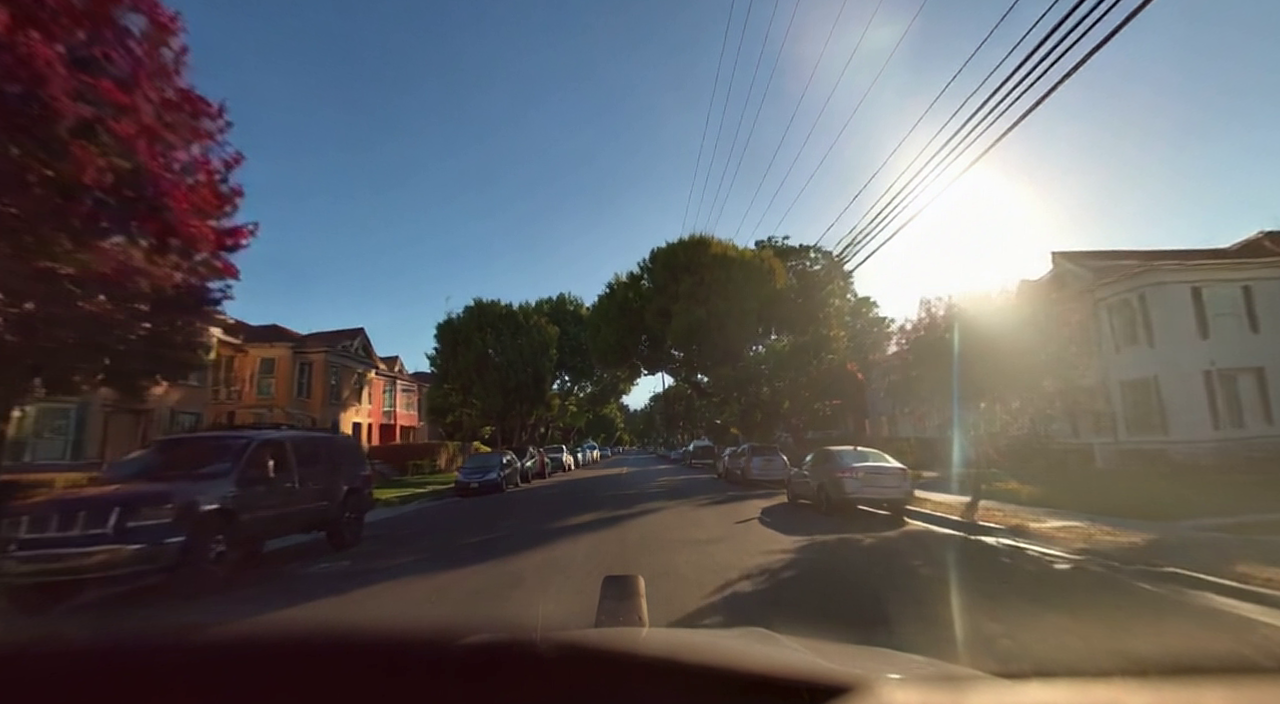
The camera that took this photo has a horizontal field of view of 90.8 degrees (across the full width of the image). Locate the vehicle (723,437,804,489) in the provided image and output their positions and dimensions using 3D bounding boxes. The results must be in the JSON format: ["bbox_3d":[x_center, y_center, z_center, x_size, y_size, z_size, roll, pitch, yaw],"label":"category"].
[{"bbox_3d":[4.231,3.883,22.413,1.979,1.620,4.684,0,-9,1],"label":"vehicle"}]

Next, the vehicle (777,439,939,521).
[{"bbox_3d":[4.347,2.617,13.439,1.893,1.437,4.369,0,-9,0],"label":"vehicle"}]

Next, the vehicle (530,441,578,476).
[{"bbox_3d":[-5.295,6.612,39.544,2.285,1.895,5.883,-3,-8,-2],"label":"vehicle"}]

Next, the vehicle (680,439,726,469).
[{"bbox_3d":[4.185,6.895,42.793,2.279,1.848,5.577,0,-9,-2],"label":"vehicle"}]

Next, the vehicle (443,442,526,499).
[{"bbox_3d":[-5.404,4.135,22.525,1.873,1.709,4.206,-4,-8,0],"label":"vehicle"}]

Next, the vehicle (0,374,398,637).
[{"bbox_3d":[-5.298,1.711,8.132,2.242,2.135,5.566,-2,-9,-1],"label":"vehicle"}]

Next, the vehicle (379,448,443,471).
[{"bbox_3d":[-17.526,8.255,48.417,4.184,1.620,1.852,-1,-8,1],"label":"vehicle"}]
